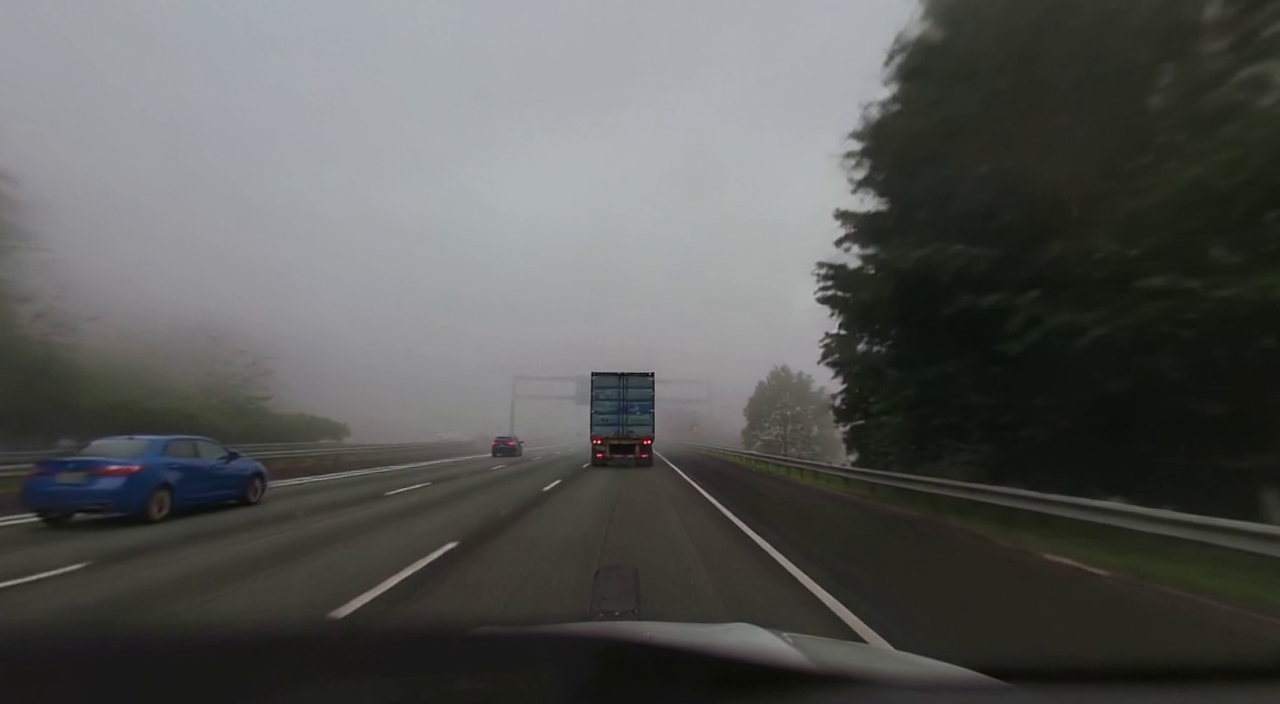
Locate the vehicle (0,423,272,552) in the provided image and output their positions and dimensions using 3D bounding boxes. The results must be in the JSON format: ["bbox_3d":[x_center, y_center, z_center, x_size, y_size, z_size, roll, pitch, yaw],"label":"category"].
[{"bbox_3d":[-7.428,1.817,9.176,1.856,1.479,3.710,0,-8,0],"label":"vehicle"}]

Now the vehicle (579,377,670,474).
[{"bbox_3d":[-0.668,3.476,28.712,3.033,3.223,14.836,1,-8,-1],"label":"vehicle"}]

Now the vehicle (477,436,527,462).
[{"bbox_3d":[-8.009,5.642,36.850,1.949,1.437,4.296,0,-8,0],"label":"vehicle"}]
